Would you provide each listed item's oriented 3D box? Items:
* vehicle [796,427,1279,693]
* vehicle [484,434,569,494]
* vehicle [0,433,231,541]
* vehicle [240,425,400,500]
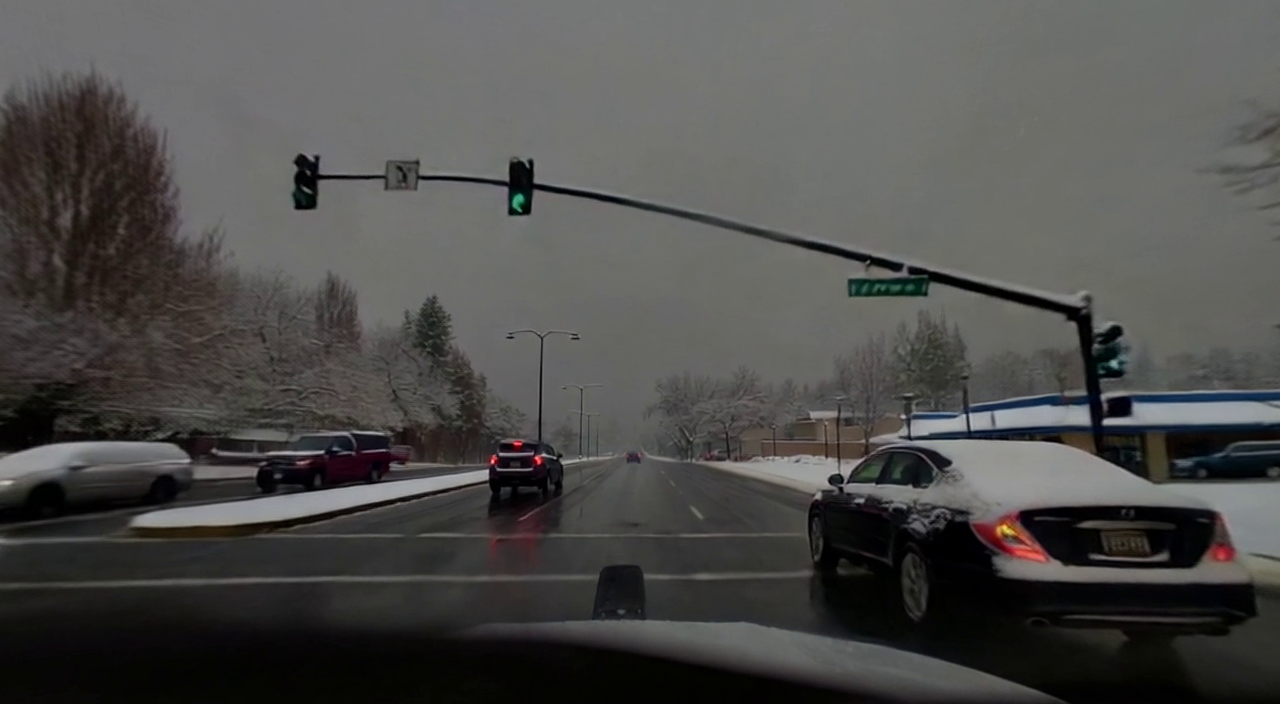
[{"bbox_3d":[3.137,1.557,6.094,1.975,1.502,4.787,0,-9,-1],"label":"vehicle"},{"bbox_3d":[-3.735,3.774,21.686,1.997,1.806,4.500,0,-9,1],"label":"vehicle"},{"bbox_3d":[-10.049,2.353,11.655,1.942,1.576,4.567,-1,-9,0],"label":"vehicle"},{"bbox_3d":[-9.621,3.372,19.660,2.301,1.926,5.183,-2,-9,0],"label":"vehicle"}]
